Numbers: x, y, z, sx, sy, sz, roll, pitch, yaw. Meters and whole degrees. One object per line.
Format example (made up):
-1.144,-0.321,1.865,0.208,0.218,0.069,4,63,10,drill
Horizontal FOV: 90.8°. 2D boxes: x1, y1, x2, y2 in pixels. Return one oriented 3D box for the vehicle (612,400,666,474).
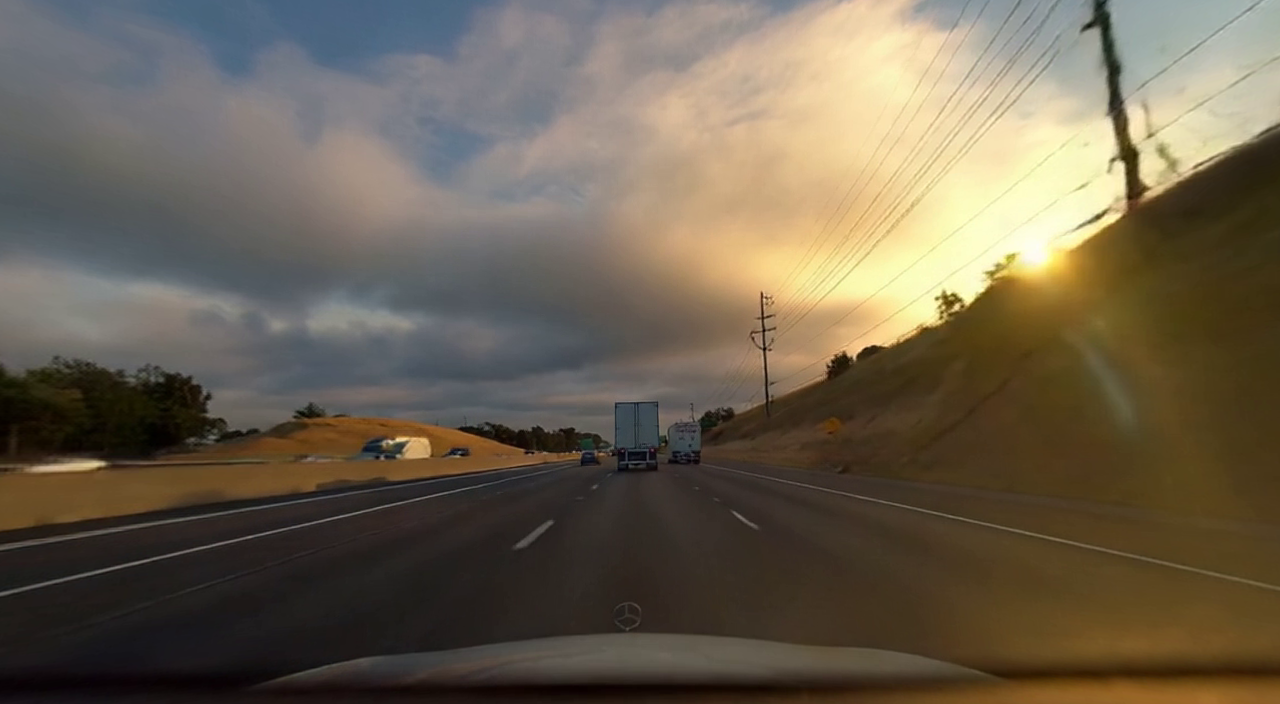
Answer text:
-0.063,5.524,40.340,2.985,4.025,10.982,0,-9,0,vehicle
